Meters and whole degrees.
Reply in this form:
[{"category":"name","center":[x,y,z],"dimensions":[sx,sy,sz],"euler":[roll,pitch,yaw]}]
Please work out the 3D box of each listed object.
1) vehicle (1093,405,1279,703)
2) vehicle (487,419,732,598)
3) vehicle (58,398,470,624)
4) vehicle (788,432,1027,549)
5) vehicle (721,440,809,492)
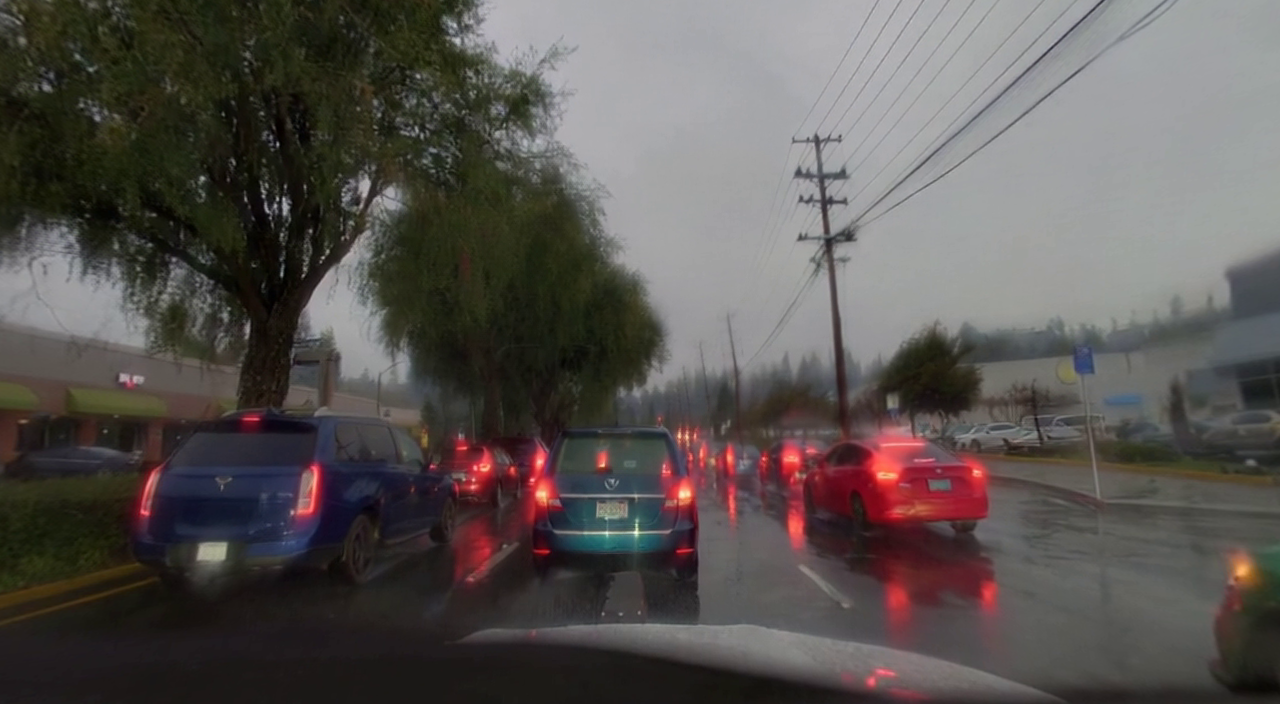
[{"category":"vehicle","center":[3.589,0.769,1.278],"dimensions":[1.929,1.479,4.723],"euler":[0,-9,1]},{"category":"vehicle","center":[-0.317,1.632,7.400],"dimensions":[2.097,1.511,3.809],"euler":[0,-9,-2]},{"category":"vehicle","center":[-3.436,1.525,6.999],"dimensions":[1.979,1.697,4.254],"euler":[0,-9,-1]},{"category":"vehicle","center":[3.924,2.098,10.278],"dimensions":[1.909,1.473,4.361],"euler":[0,-9,-1]},{"category":"vehicle","center":[3.822,3.552,20.025],"dimensions":[1.876,1.456,4.025],"euler":[0,-9,-1]}]
